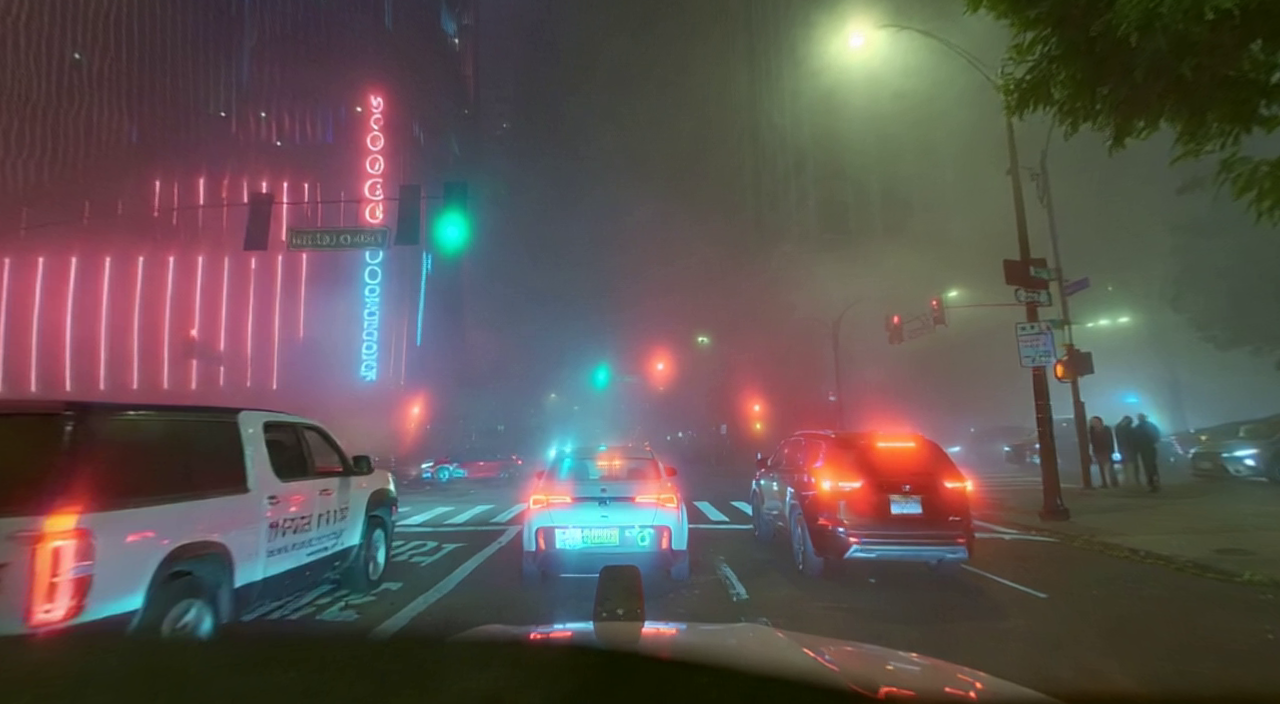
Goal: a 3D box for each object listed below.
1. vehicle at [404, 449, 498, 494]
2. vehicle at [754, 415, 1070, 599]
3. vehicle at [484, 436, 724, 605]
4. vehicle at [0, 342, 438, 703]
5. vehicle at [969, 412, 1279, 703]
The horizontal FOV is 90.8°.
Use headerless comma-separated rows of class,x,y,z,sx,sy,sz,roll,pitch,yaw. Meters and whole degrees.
vehicle,-7.185,4.383,23.683,2.114,1.478,4.673,5,-10,-32
vehicle,3.029,1.833,8.476,2.072,1.735,4.759,0,-8,0
vehicle,-0.350,1.786,7.661,2.092,1.454,4.132,0,-8,-1
vehicle,-3.619,1.251,5.165,2.190,1.840,5.272,0,-8,0
vehicle,2.742,0.804,1.111,1.902,1.454,4.540,0,-8,0
